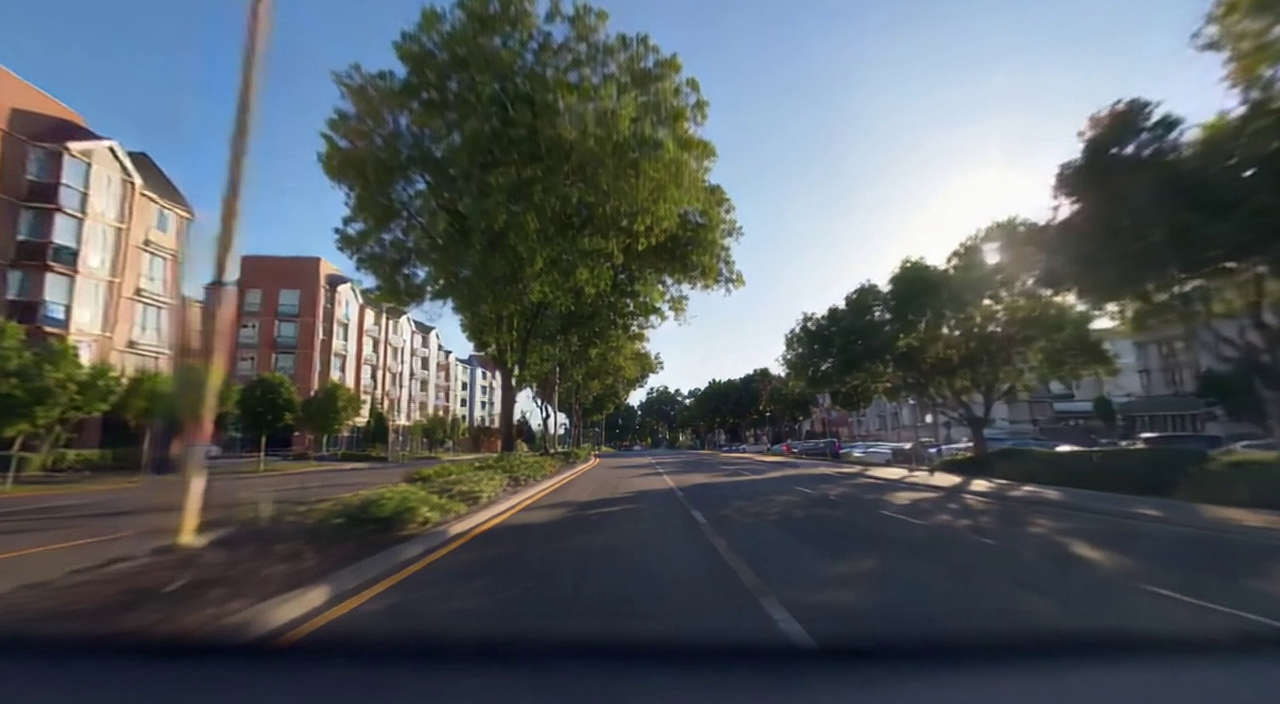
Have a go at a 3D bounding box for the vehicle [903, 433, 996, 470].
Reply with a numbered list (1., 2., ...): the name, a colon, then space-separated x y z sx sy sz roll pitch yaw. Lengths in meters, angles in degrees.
1. vehicle: 15.462 4.997 31.874 2.006 1.683 4.643 0 -8 -5

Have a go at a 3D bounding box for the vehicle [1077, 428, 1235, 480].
1. vehicle: 18.731 3.717 23.243 1.947 1.667 4.347 0 -8 -3
